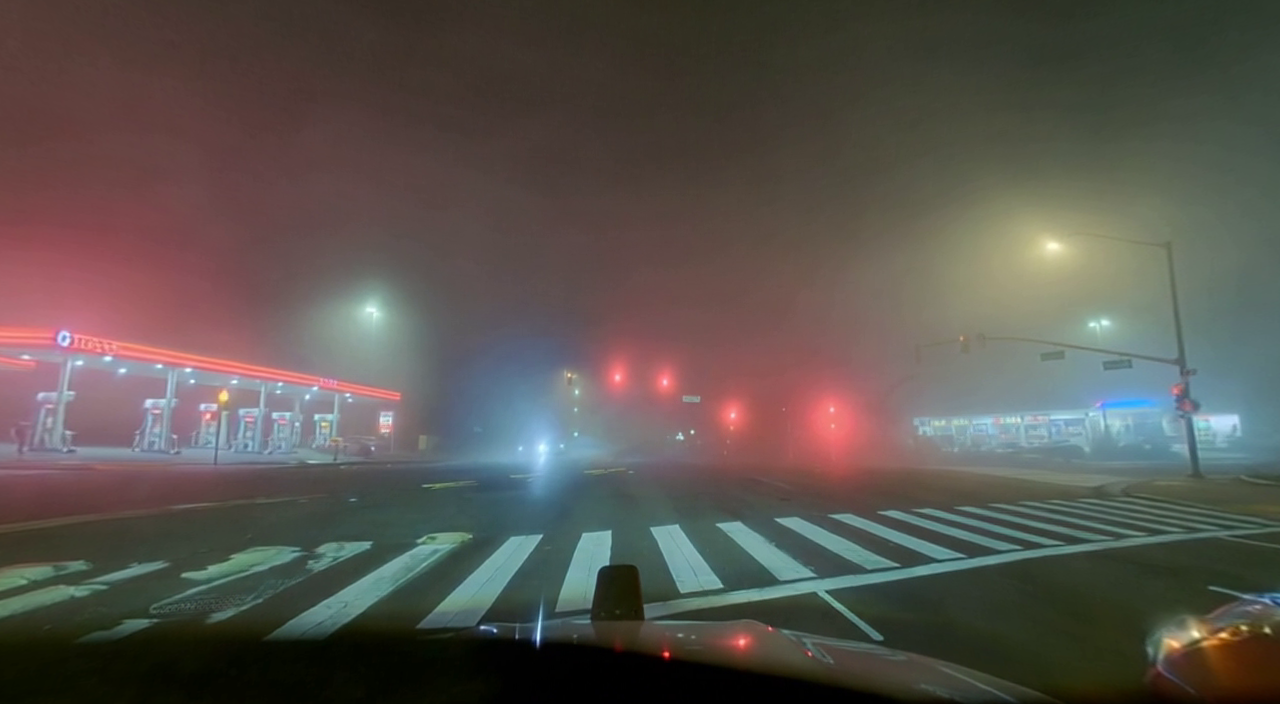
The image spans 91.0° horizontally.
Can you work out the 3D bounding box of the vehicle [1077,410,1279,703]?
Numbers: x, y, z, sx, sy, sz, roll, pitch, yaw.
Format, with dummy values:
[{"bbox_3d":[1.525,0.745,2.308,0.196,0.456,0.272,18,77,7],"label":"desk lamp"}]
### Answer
[{"bbox_3d":[3.323,0.745,1.023,2.023,1.437,4.477,0,-9,0],"label":"vehicle"}]
